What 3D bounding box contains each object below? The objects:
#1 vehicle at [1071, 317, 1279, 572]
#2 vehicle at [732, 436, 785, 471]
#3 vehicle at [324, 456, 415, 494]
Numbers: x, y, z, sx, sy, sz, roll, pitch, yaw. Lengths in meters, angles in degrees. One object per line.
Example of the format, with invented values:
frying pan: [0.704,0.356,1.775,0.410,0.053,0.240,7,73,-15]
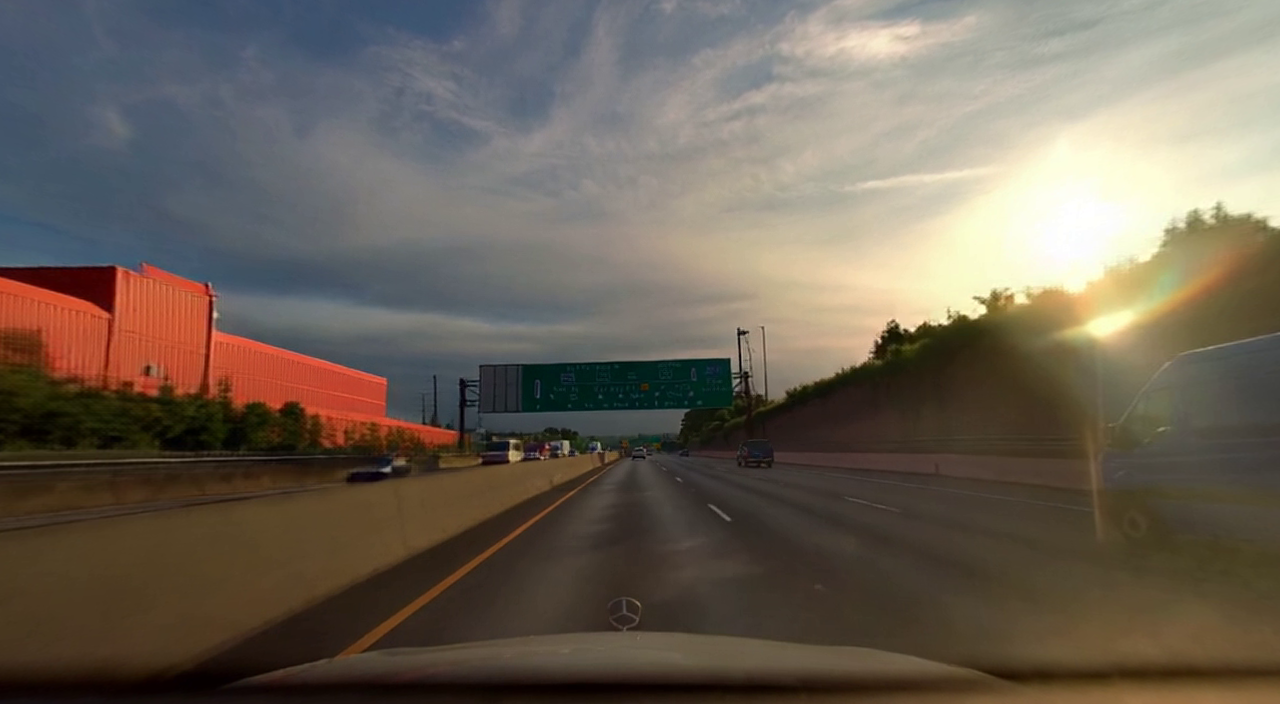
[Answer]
vehicle: [7.823,0.954,6.494,2.283,2.631,6.053,0,-9,-1]
vehicle: [7.174,6.229,38.604,2.156,1.943,5.010,0,-9,-1]
vehicle: [-11.691,5.320,27.561,1.949,1.466,4.651,0,-9,-1]
